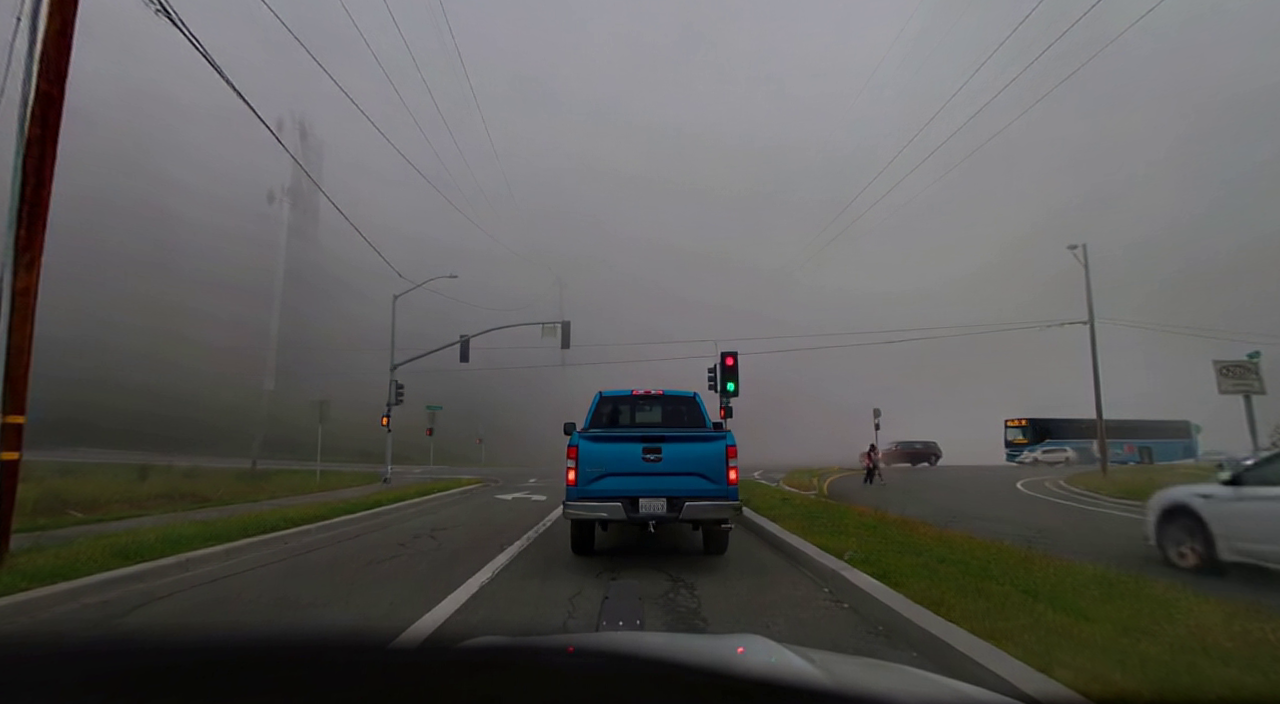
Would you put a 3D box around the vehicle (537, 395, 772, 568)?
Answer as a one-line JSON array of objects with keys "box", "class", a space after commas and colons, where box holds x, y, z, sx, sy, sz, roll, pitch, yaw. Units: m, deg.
[{"box": [0.117, 1.902, 10.135, 2.707, 1.964, 5.485, 0, -8, -1], "class": "vehicle"}]

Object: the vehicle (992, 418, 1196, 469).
[{"box": [29.375, 5.974, 41.259, 10.726, 3.128, 3.003, -1, -8, 1], "class": "vehicle"}]

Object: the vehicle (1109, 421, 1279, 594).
[{"box": [6.592, 1.318, 5.293, 2.060, 1.496, 4.520, -1, -8, 4], "class": "vehicle"}]

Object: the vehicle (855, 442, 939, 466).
[{"box": [16.689, 6.636, 41.208, 4.578, 1.490, 1.935, -1, -8, 3], "class": "vehicle"}]
